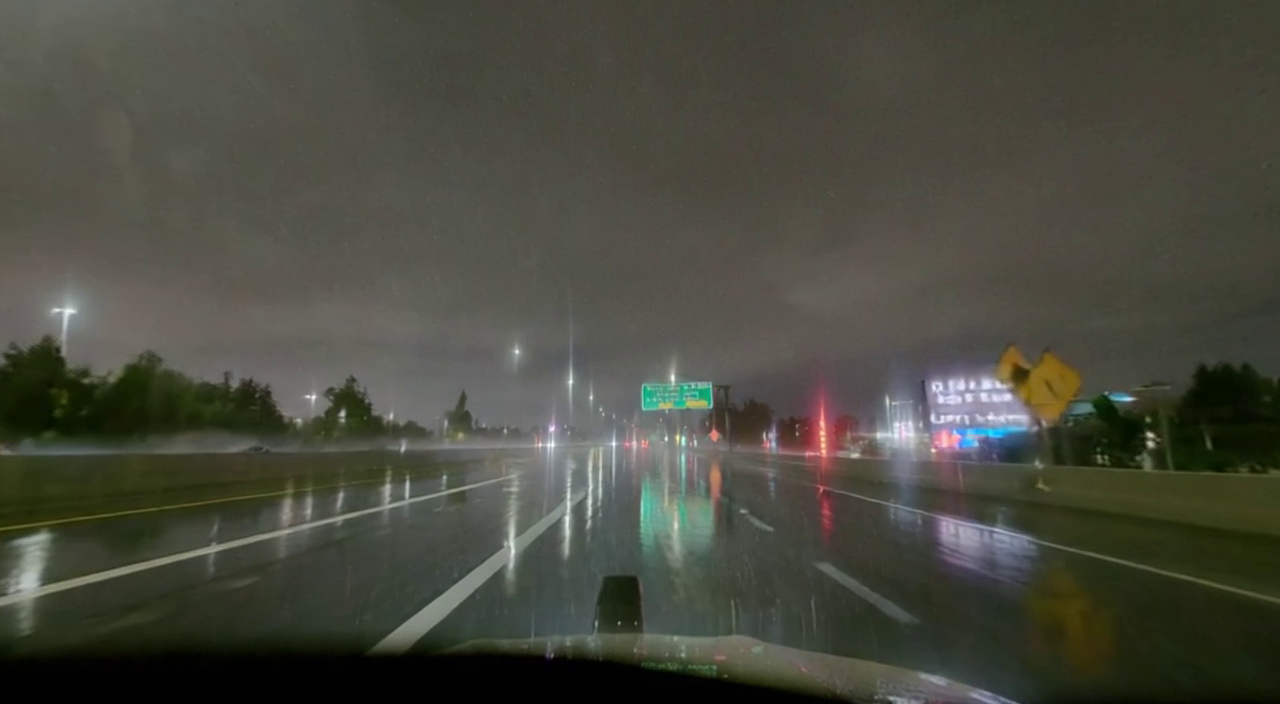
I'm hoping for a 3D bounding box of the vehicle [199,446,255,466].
[{"bbox_3d":[-32.183,8.117,49.432,1.728,1.454,3.858,0,-8,0],"label":"vehicle"}]
